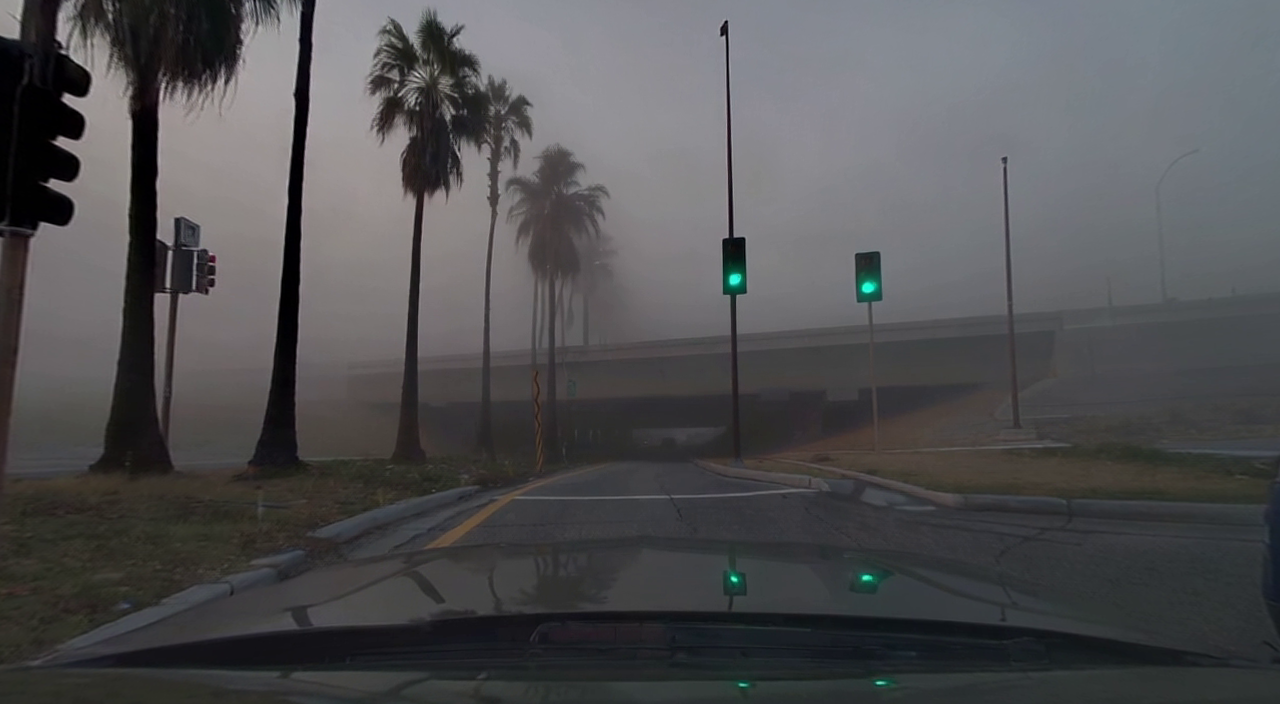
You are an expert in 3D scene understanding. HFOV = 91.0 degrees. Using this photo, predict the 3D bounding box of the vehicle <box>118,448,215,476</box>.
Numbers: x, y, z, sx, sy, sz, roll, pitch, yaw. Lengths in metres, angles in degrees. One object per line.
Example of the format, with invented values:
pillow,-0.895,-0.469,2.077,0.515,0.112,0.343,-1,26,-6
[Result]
vehicle,-26.577,6.177,35.530,1.830,1.443,4.551,0,-9,2

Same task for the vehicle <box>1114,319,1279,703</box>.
vehicle,3.452,0.523,0.766,2.028,1.770,4.737,0,-9,0

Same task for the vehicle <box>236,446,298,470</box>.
vehicle,-26.275,7.450,44.499,1.941,1.631,4.017,0,-9,0
